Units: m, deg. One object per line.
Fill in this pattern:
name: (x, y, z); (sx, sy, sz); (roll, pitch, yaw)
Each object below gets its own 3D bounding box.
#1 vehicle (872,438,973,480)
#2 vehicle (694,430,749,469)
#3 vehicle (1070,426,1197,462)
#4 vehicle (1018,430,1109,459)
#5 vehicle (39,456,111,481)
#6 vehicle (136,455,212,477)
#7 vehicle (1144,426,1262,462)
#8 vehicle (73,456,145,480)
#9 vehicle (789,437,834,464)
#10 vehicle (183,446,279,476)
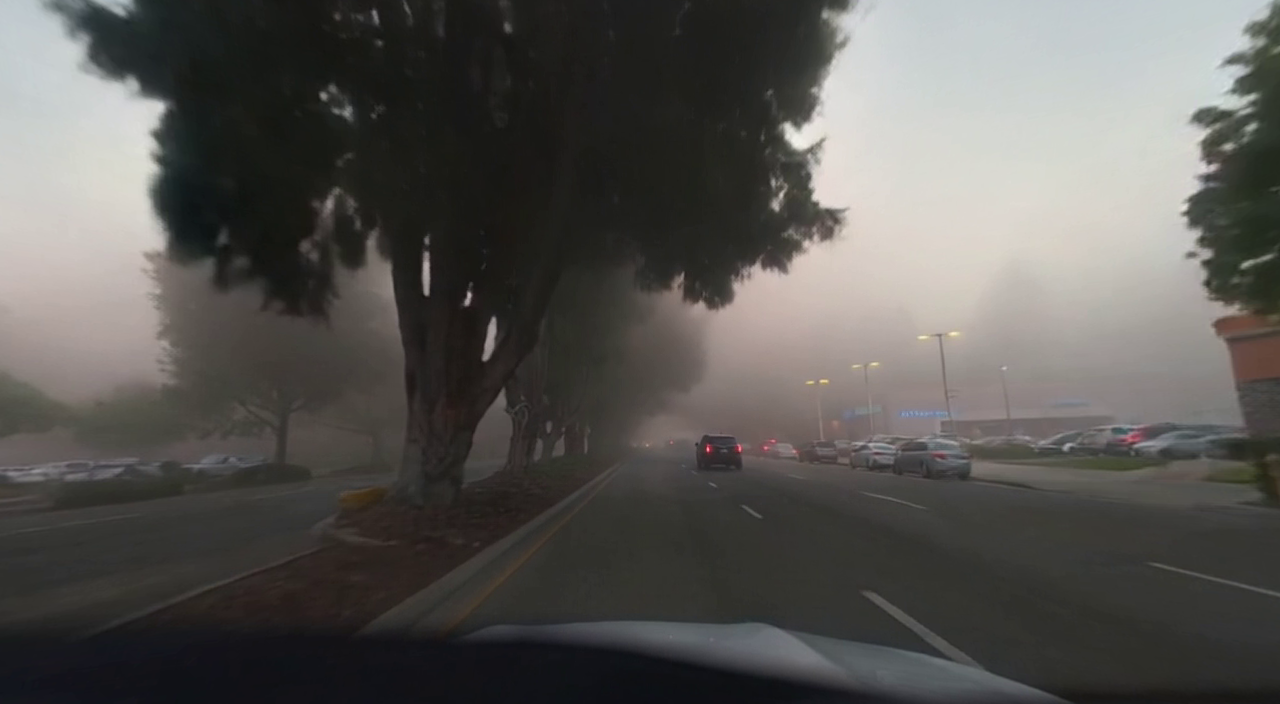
vehicle: (10.901, 4.128, 24.726); (1.842, 1.474, 4.456); (0, -8, 0)
vehicle: (4.129, 5.039, 32.788); (2.183, 1.845, 4.482); (0, -8, -1)
vehicle: (23.013, 4.333, 29.724); (1.926, 1.503, 4.994); (0, -8, 0)
vehicle: (23.320, 5.134, 34.964); (1.858, 1.463, 4.703); (0, -8, 1)
vehicle: (-41.607, 8.554, 46.529); (1.865, 1.513, 3.835); (-1, -6, -3)
vehicle: (-34.638, 8.487, 47.006); (1.863, 1.462, 4.759); (-1, -8, 3)
vehicle: (25.859, 4.196, 29.127); (1.868, 1.500, 3.853); (-2, -7, 1)
vehicle: (-38.813, 8.475, 46.172); (1.851, 1.522, 4.038); (-1, -7, -1)
vehicle: (11.240, 6.462, 41.492); (1.958, 1.654, 4.258); (-1, -8, 3)
vehicle: (-27.018, 7.183, 41.775); (4.874, 1.859, 2.019); (0, -8, -2)
